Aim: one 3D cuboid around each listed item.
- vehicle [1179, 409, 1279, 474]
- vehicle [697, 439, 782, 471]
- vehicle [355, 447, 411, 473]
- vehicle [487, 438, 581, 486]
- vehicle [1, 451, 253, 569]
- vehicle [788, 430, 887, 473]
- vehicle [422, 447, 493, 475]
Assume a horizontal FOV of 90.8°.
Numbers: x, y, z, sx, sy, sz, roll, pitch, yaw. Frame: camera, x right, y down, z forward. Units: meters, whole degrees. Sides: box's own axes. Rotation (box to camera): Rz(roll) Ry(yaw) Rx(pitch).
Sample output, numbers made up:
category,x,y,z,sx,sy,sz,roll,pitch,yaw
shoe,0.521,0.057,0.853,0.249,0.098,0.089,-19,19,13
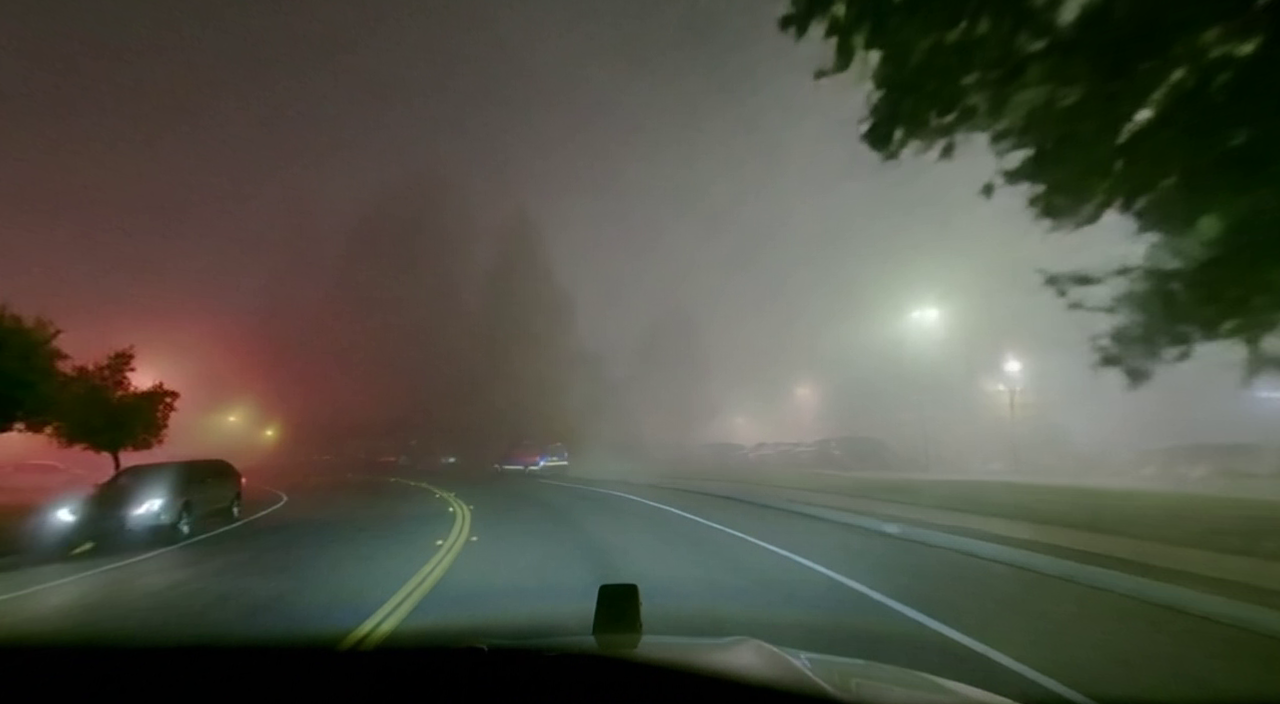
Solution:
category,x,y,z,sx,sy,sz,roll,pitch,yaw
vehicle,17.896,2.673,19.012,4.666,1.711,1.900,7,-11,-43
vehicle,5.147,5.275,32.447,4.225,1.517,2.036,7,-11,-41
vehicle,-18.464,7.683,45.214,2.055,1.731,4.686,8,-11,-42
vehicle,-4.922,4.913,28.815,2.042,1.817,5.202,5,-8,-36
vehicle,-9.620,2.870,12.520,2.206,1.537,4.946,-1,-7,-18
vehicle,9.060,4.450,28.815,4.372,1.723,2.229,5,-9,-40
vehicle,-10.716,6.312,36.892,2.053,1.519,4.611,8,-11,-43
